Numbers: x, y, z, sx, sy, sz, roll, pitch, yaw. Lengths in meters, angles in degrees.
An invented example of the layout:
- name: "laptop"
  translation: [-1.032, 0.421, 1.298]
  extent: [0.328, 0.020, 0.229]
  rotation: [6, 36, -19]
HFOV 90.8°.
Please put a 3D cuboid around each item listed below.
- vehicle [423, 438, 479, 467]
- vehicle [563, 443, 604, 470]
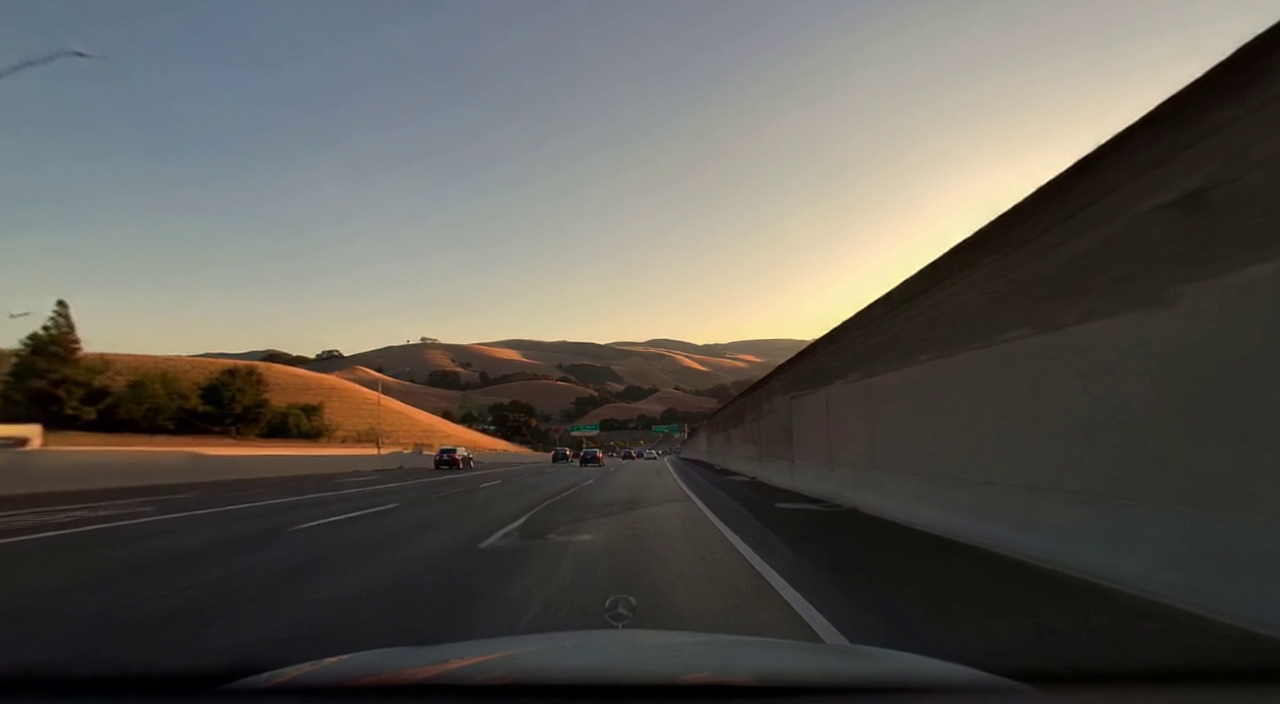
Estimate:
- name: "vehicle"
  translation: [-12.433, 6.650, 41.857]
  extent: [2.076, 1.766, 4.831]
  rotation: [0, -8, 2]
- name: "vehicle"
  translation: [-3.297, 6.198, 37.550]
  extent: [1.931, 1.492, 4.076]
  rotation: [0, -8, 2]
